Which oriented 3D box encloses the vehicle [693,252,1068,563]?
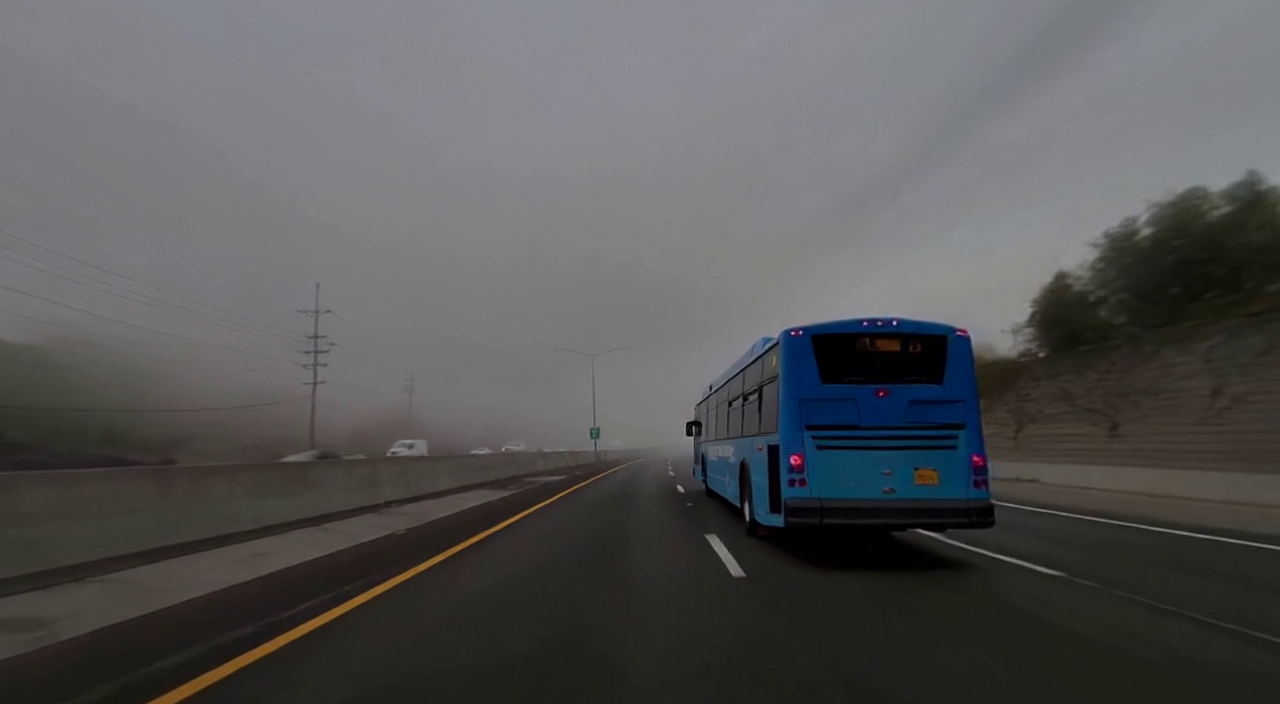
[{"bbox_3d":[3.310,1.662,14.539,3.144,3.580,14.591,0,-8,1],"label":"vehicle"}]

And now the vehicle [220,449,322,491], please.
[{"bbox_3d":[-14.775,4.710,25.574,1.733,1.512,3.902,0,-8,0],"label":"vehicle"}]
